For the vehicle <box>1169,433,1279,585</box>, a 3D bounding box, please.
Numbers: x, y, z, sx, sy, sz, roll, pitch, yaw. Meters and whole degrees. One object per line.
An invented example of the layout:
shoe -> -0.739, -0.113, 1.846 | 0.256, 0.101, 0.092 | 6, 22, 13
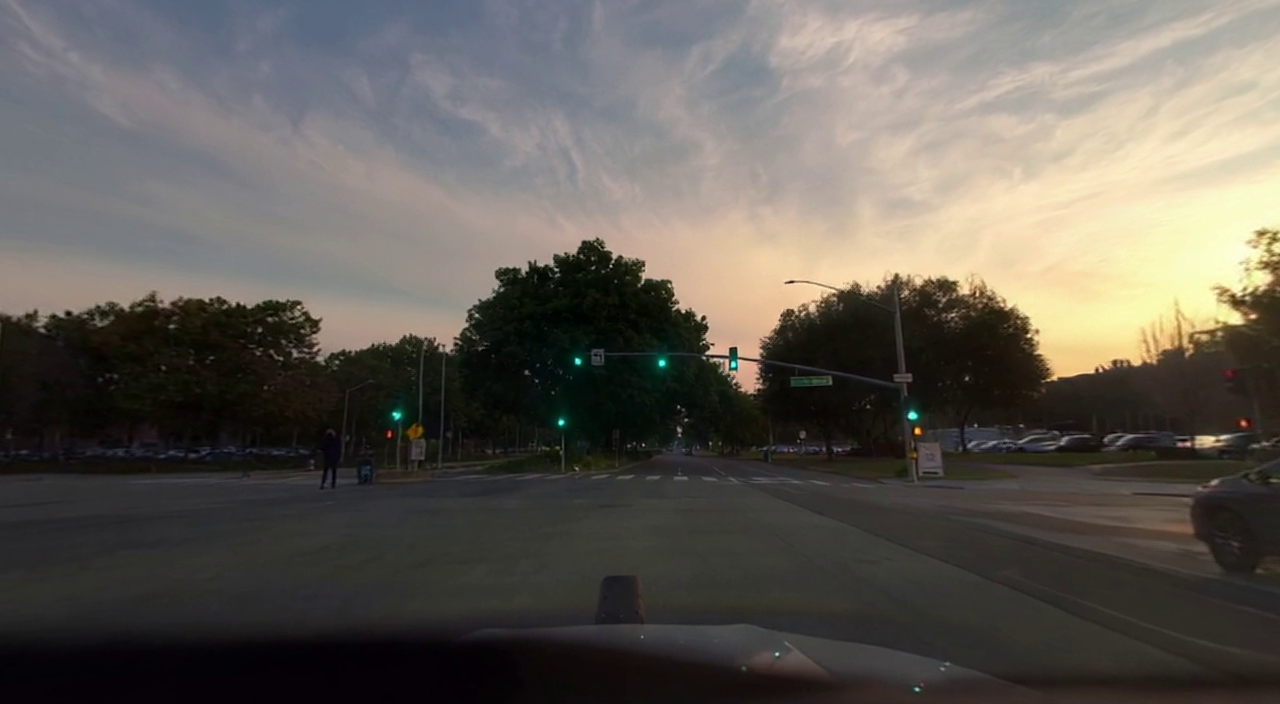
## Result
vehicle -> 7.370, 1.512, 5.921 | 1.797, 1.518, 3.433 | 0, -9, 0
